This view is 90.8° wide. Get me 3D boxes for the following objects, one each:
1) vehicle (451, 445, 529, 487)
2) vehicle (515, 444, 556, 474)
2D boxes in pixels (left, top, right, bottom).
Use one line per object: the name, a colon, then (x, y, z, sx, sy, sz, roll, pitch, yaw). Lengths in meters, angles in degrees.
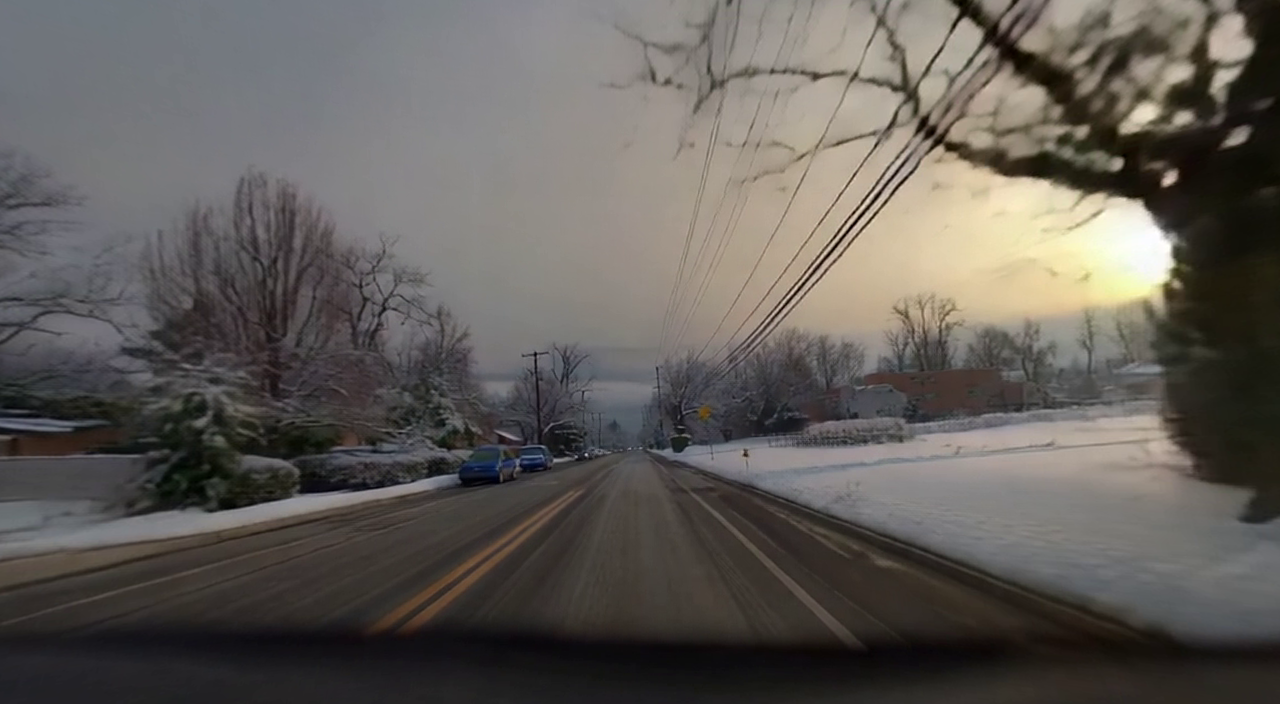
vehicle: (-6.606, 5.080, 28.373, 2.129, 1.556, 4.778, -4, -9, 2)
vehicle: (-6.811, 6.975, 41.387, 1.923, 1.687, 4.511, -4, -8, -1)
